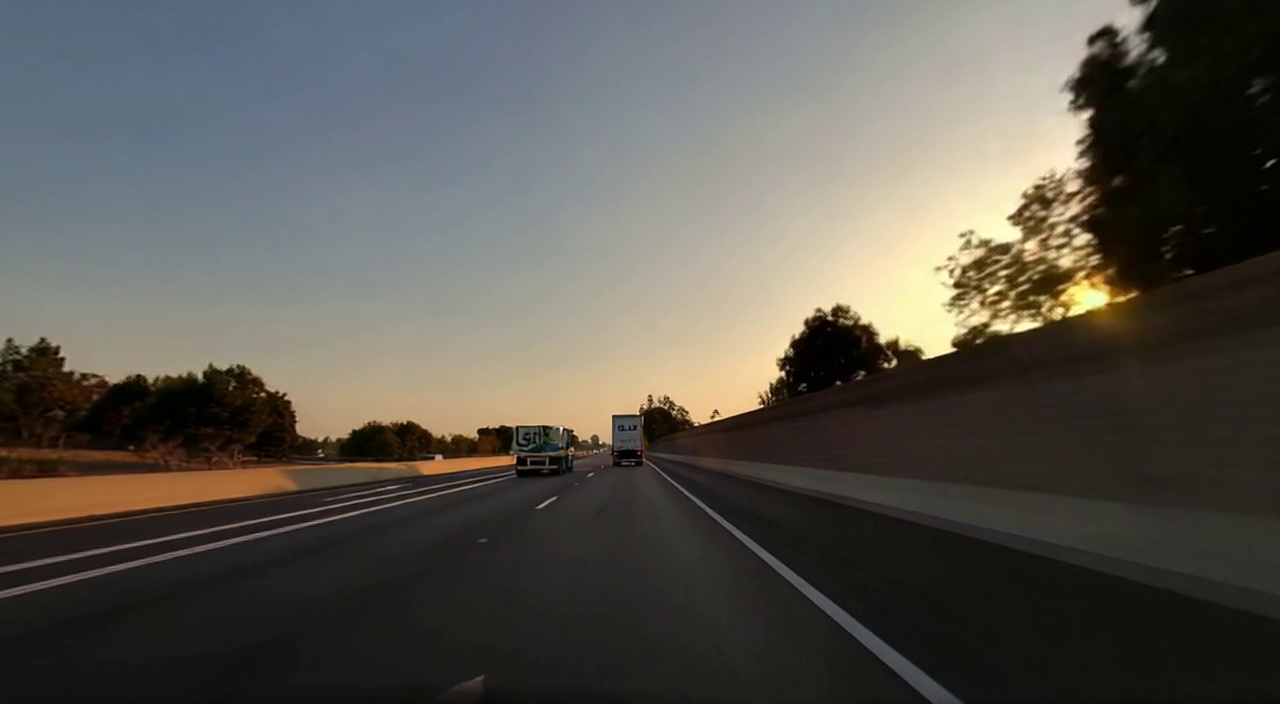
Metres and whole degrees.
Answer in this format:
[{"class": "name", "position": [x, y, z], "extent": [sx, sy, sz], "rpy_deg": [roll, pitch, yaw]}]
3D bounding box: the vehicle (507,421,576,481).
[{"class": "vehicle", "position": [-4.811, 4.987, 31.721], "extent": [2.529, 2.697, 5.935], "rpy_deg": [0, -9, 0]}]
